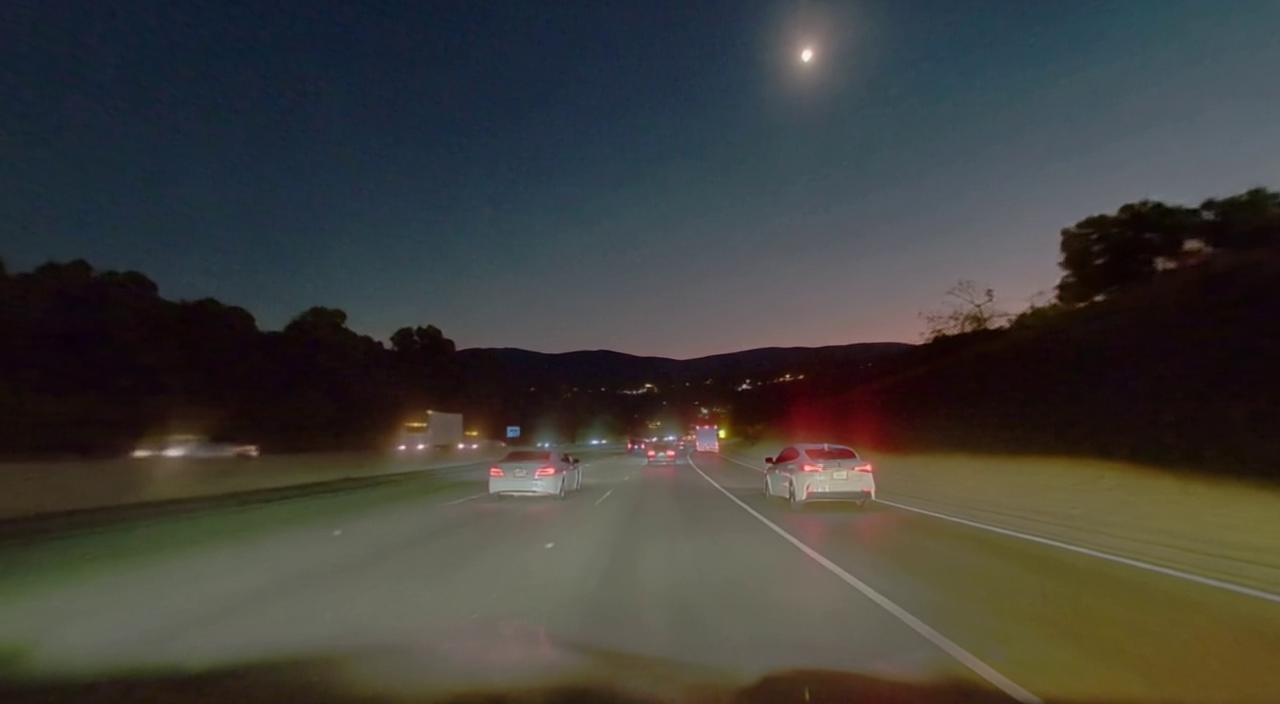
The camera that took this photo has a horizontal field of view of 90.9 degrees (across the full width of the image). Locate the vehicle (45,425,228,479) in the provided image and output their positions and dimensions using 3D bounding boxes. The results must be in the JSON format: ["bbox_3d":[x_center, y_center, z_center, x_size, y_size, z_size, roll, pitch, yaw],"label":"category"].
[{"bbox_3d":[-19.657,3.952,25.181,2.290,1.837,6.023,-2,-8,1],"label":"vehicle"}]

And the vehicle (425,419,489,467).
[{"bbox_3d":[-10.637,5.311,36.800,2.562,2.559,3.019,-4,-9,7],"label":"vehicle"}]

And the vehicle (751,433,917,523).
[{"bbox_3d":[3.629,2.422,12.731,2.013,1.464,4.317,0,-8,1],"label":"vehicle"}]

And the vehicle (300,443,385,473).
[{"bbox_3d":[-16.054,5.722,34.368,2.140,1.483,4.828,-1,-8,2],"label":"vehicle"}]

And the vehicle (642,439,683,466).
[{"bbox_3d":[1.302,5.651,35.616,2.202,1.467,3.929,-1,-8,3],"label":"vehicle"}]

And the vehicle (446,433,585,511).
[{"bbox_3d":[-2.636,2.679,14.680,2.031,1.491,4.792,-1,-8,3],"label":"vehicle"}]
